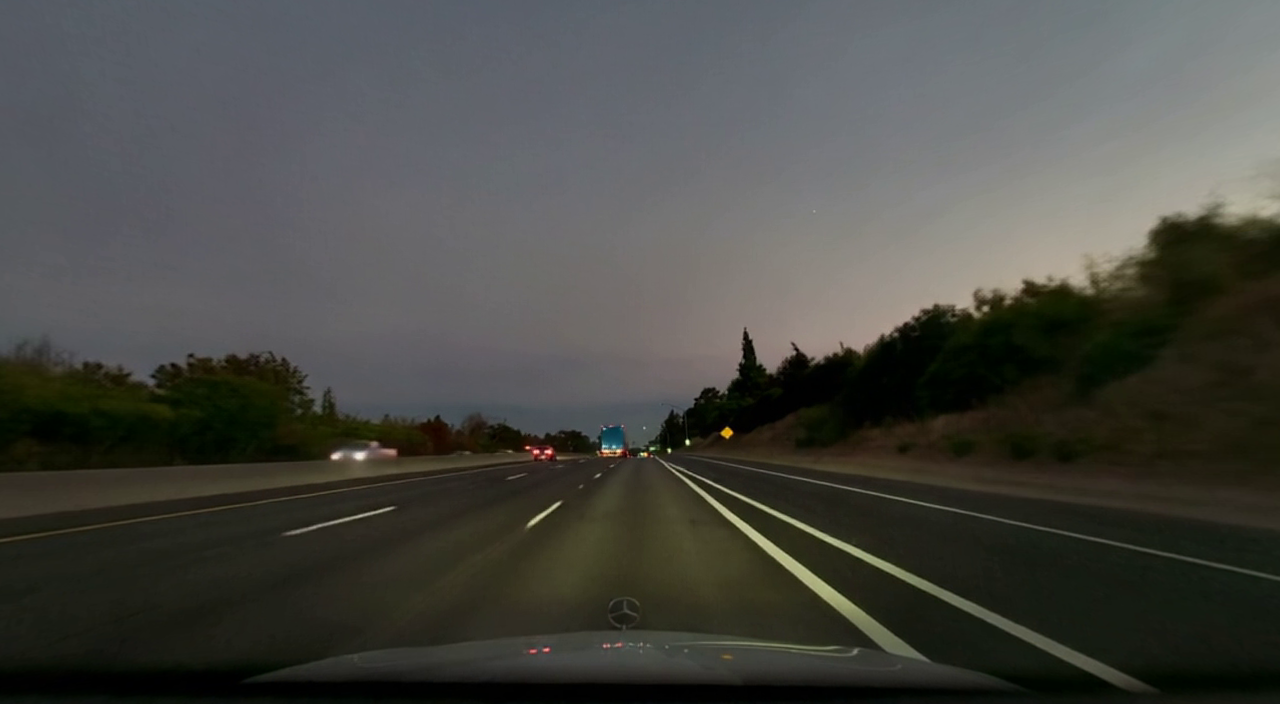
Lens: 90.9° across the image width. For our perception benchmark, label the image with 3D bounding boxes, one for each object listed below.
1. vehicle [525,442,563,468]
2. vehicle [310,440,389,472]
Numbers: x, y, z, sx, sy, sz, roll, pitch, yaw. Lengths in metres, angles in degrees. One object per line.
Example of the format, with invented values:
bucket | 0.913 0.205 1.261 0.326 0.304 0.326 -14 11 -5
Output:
vehicle | -7.098 7.652 46.878 2.043 1.828 4.436 0 -8 1
vehicle | -17.171 6.173 37.665 2.134 1.726 5.214 0 -8 1
